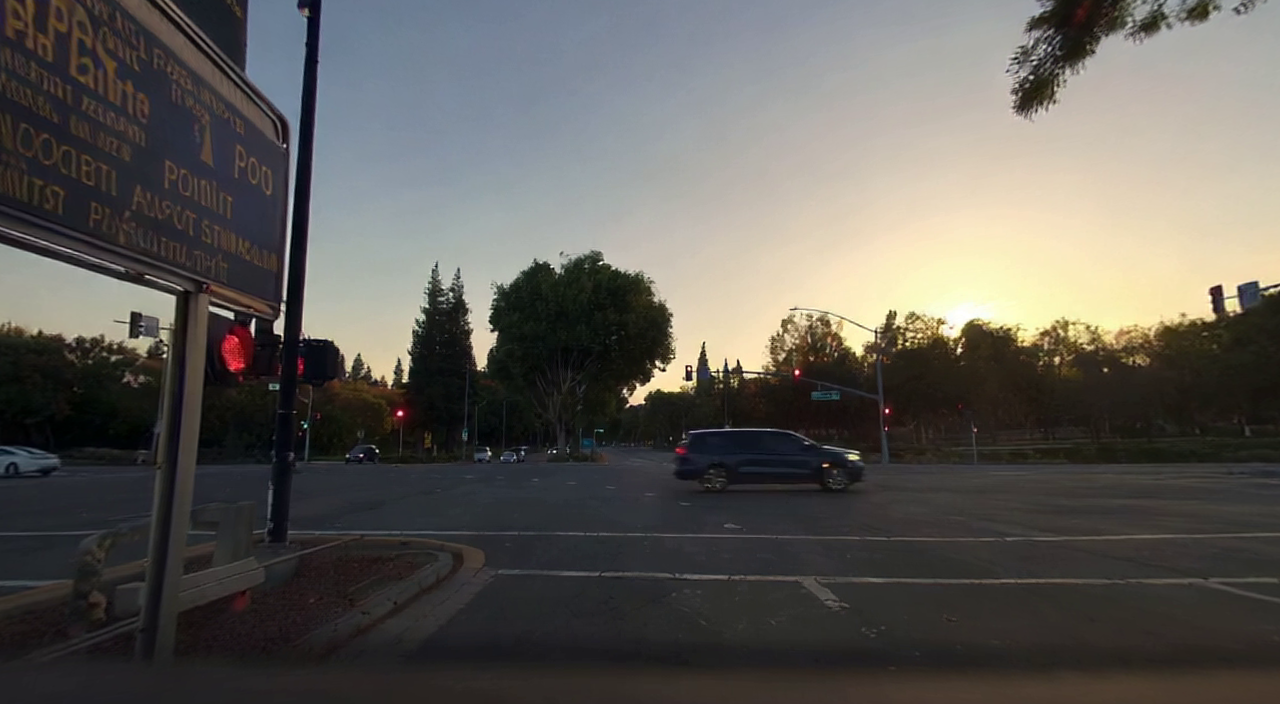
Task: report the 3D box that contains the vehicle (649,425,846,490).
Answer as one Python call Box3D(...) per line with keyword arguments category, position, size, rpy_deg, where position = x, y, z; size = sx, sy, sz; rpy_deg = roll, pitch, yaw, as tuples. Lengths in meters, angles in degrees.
Box3D(category="vehicle", position=(2.853, 2.934, 17.692), size=(5.155, 1.686, 1.937), rpy_deg=(-1, -8, 2))

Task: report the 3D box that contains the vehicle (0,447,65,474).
Box3D(category="vehicle", position=(-36.622, 6.271, 36.470), size=(4.975, 1.482, 1.814), rpy_deg=(-1, -9, 2))
